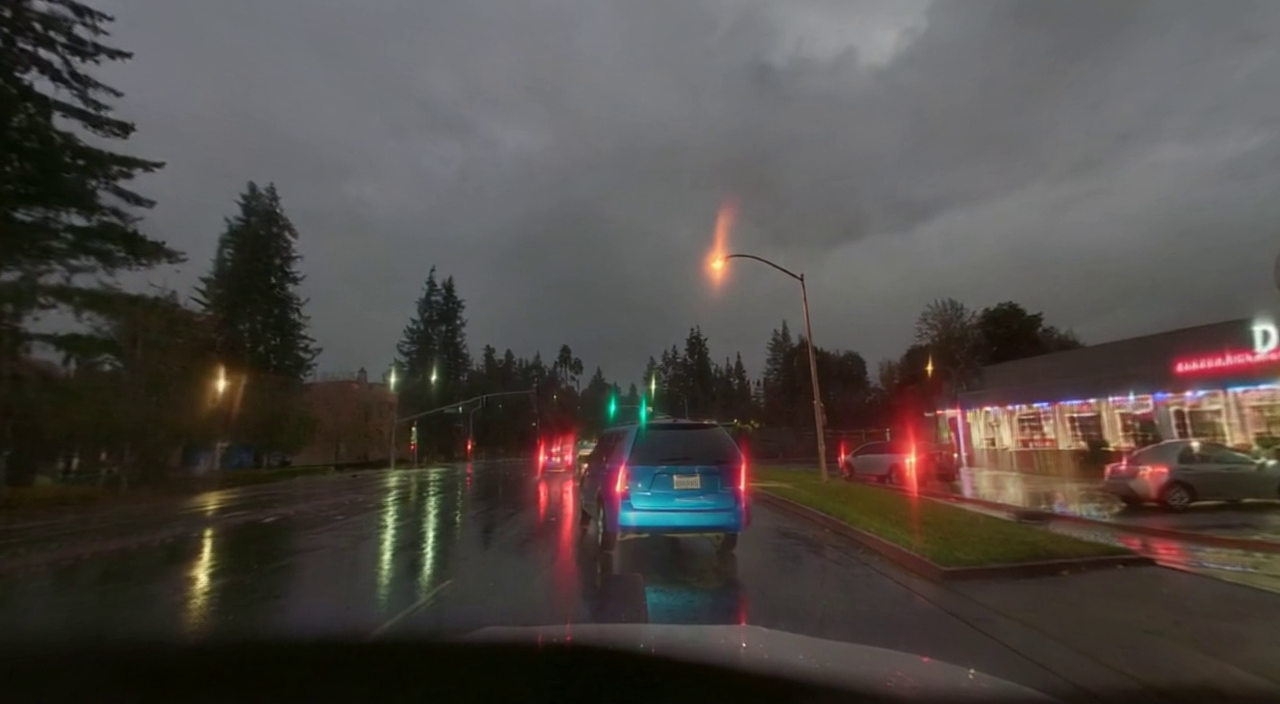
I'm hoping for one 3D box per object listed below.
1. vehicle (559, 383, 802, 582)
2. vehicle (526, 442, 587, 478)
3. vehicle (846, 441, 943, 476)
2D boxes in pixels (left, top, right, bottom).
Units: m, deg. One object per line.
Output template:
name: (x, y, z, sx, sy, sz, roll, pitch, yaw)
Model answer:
vehicle: (0.168, 1.649, 8.740, 2.052, 1.955, 4.642, 2, -9, -13)
vehicle: (-3.607, 4.761, 27.967, 2.026, 1.466, 4.282, 0, -8, 2)
vehicle: (12.104, 5.068, 29.997, 3.811, 1.557, 1.800, 1, -9, -10)
